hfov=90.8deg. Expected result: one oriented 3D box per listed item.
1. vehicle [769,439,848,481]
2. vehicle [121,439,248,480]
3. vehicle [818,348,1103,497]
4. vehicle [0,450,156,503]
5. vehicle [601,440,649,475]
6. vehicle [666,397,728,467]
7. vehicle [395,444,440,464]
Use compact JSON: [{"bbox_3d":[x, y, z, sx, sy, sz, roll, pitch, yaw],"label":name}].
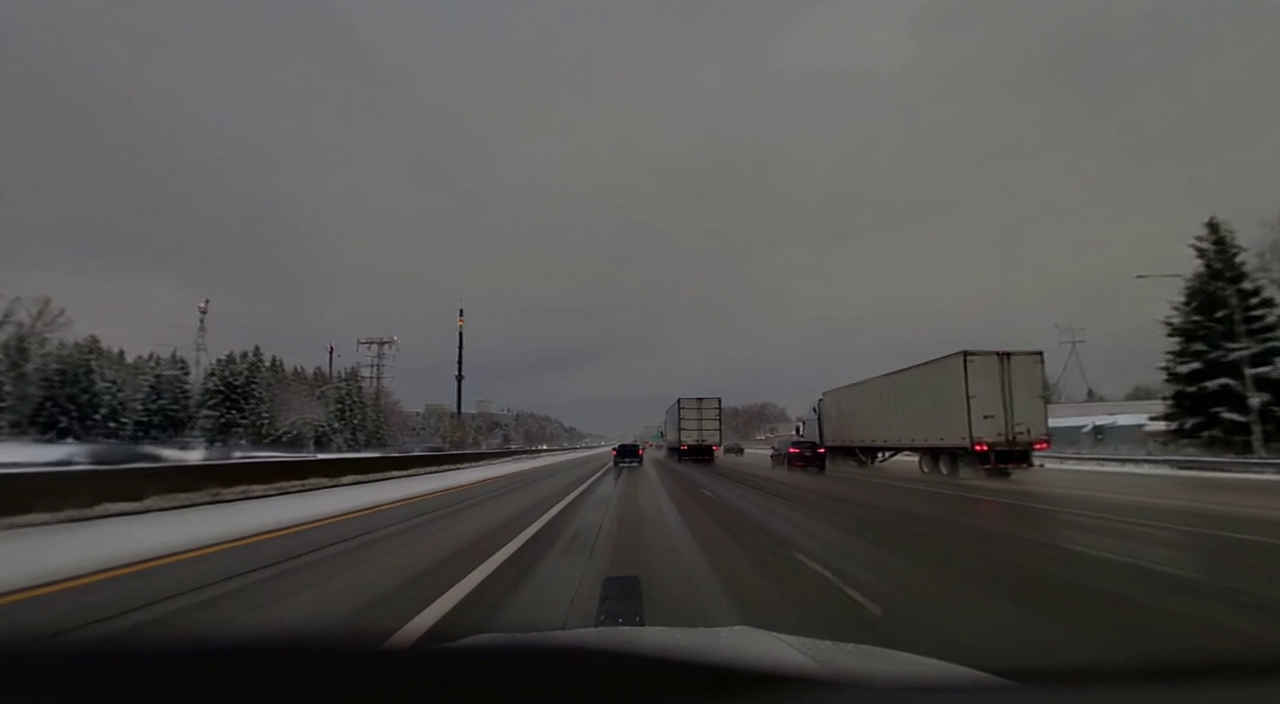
[{"bbox_3d":[7.169,4.620,27.348,2.154,1.658,4.347,0,-9,-1],"label":"vehicle"},{"bbox_3d":[-20.327,4.821,28.562,1.991,1.643,5.048,0,-9,0],"label":"vehicle"},{"bbox_3d":[11.348,3.252,26.298,2.898,4.171,17.188,0,-9,0],"label":"vehicle"},{"bbox_3d":[-16.615,3.519,18.379,1.429,1.331,4.546,0,-9,0],"label":"vehicle"},{"bbox_3d":[-0.667,5.072,30.583,2.163,1.551,4.180,0,-9,0],"label":"vehicle"},{"bbox_3d":[3.590,5.542,42.718,2.999,4.127,10.526,0,-9,-1],"label":"vehicle"},{"bbox_3d":[-16.830,7.755,48.057,1.781,1.477,4.274,0,-9,1],"label":"vehicle"}]
